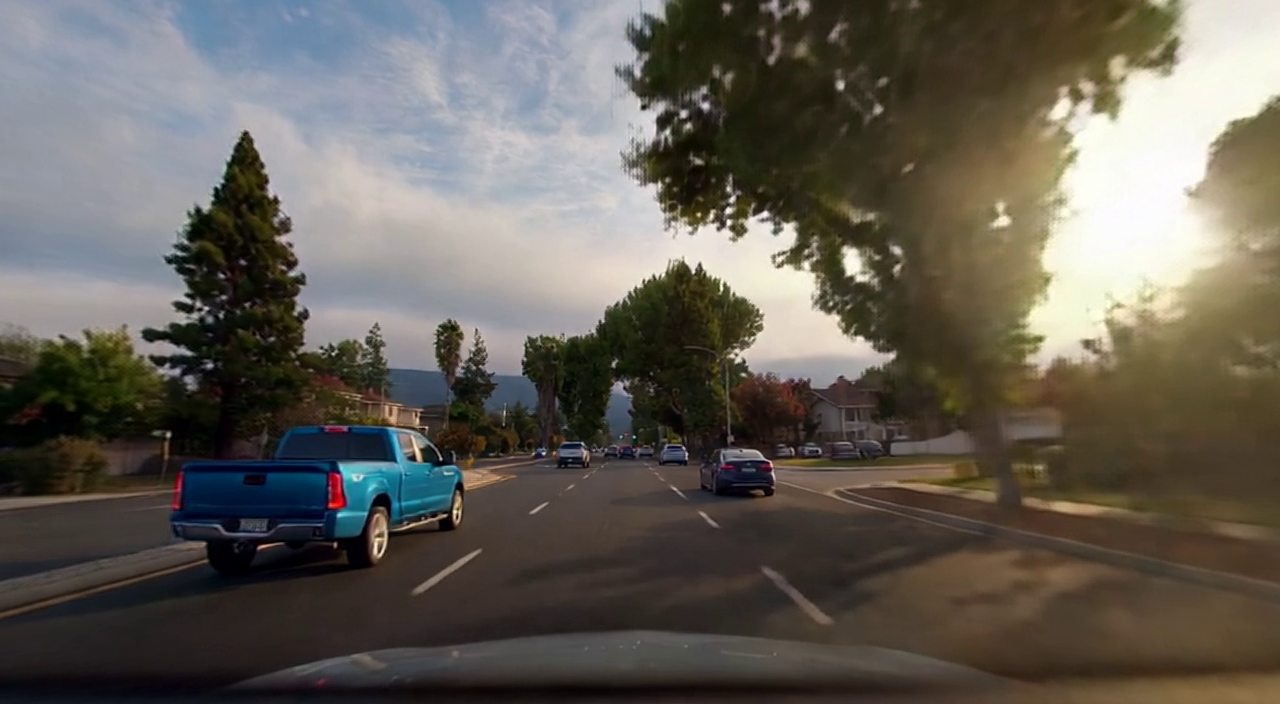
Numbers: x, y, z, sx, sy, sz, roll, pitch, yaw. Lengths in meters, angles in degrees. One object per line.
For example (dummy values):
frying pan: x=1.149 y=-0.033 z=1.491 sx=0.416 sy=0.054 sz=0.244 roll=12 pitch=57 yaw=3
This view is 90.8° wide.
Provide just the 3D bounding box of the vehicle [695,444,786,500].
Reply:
vehicle: x=2.850 y=3.502 z=18.907 sx=1.884 sy=1.463 sz=4.195 roll=0 pitch=-8 yaw=-2

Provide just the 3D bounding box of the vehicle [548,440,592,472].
vehicle: x=-4.303 y=6.463 z=39.501 sx=2.218 sy=1.829 sz=4.492 roll=0 pitch=-8 yaw=0

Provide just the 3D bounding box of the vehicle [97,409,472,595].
vehicle: x=-4.086 y=1.812 z=8.703 sx=2.111 sy=1.745 sz=5.274 roll=0 pitch=-8 yaw=0

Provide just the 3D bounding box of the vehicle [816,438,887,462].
vehicle: x=16.524 y=7.675 z=49.636 sx=1.991 sy=1.806 sz=4.902 roll=7 pitch=-11 yaw=-40

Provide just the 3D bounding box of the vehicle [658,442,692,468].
vehicle: x=2.597 y=7.806 z=48.205 sx=2.099 sy=1.845 sz=4.363 roll=0 pitch=-8 yaw=-3
